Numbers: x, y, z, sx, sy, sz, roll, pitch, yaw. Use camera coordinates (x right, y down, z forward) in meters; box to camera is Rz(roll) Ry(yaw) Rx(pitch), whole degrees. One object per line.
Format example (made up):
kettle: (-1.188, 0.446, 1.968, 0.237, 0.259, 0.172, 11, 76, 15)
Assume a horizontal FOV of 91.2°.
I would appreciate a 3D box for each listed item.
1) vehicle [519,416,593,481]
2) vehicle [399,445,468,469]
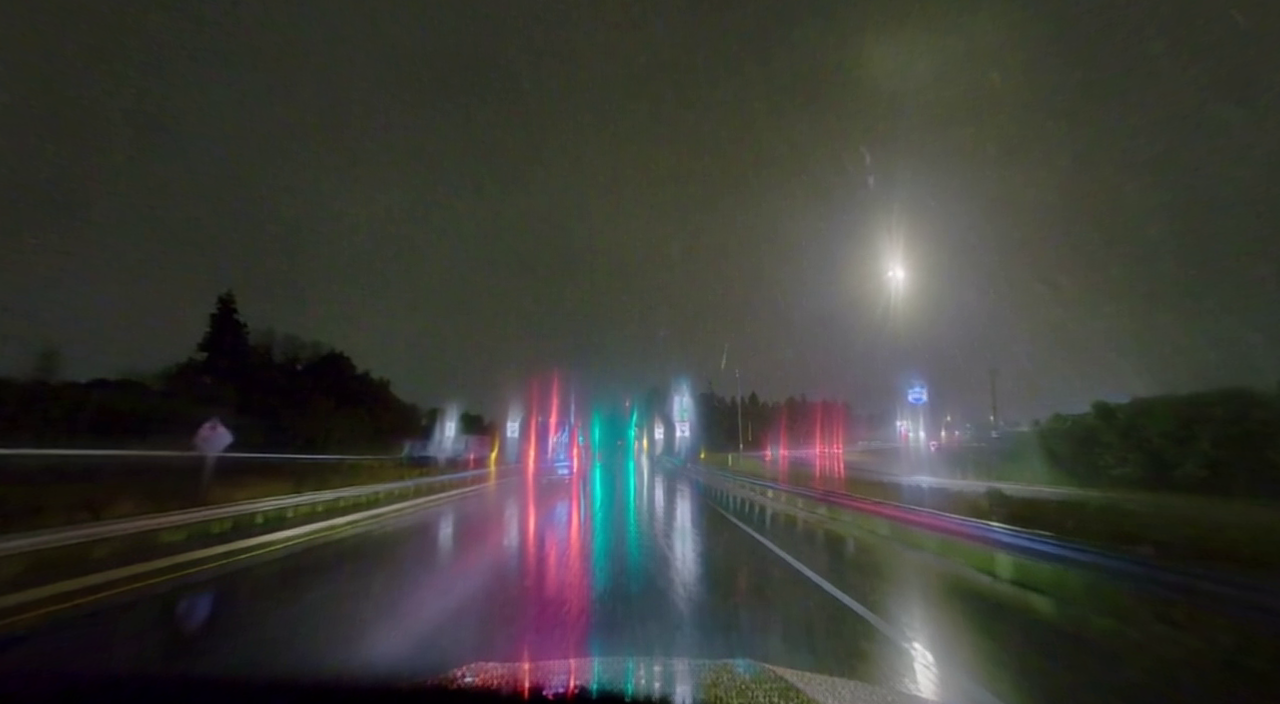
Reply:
vehicle: (-3.735, 4.515, 29.373, 2.463, 2.640, 7.034, 0, -9, 0)
vehicle: (-14.423, 7.352, 43.994, 4.396, 1.557, 1.952, 2, -9, -14)
